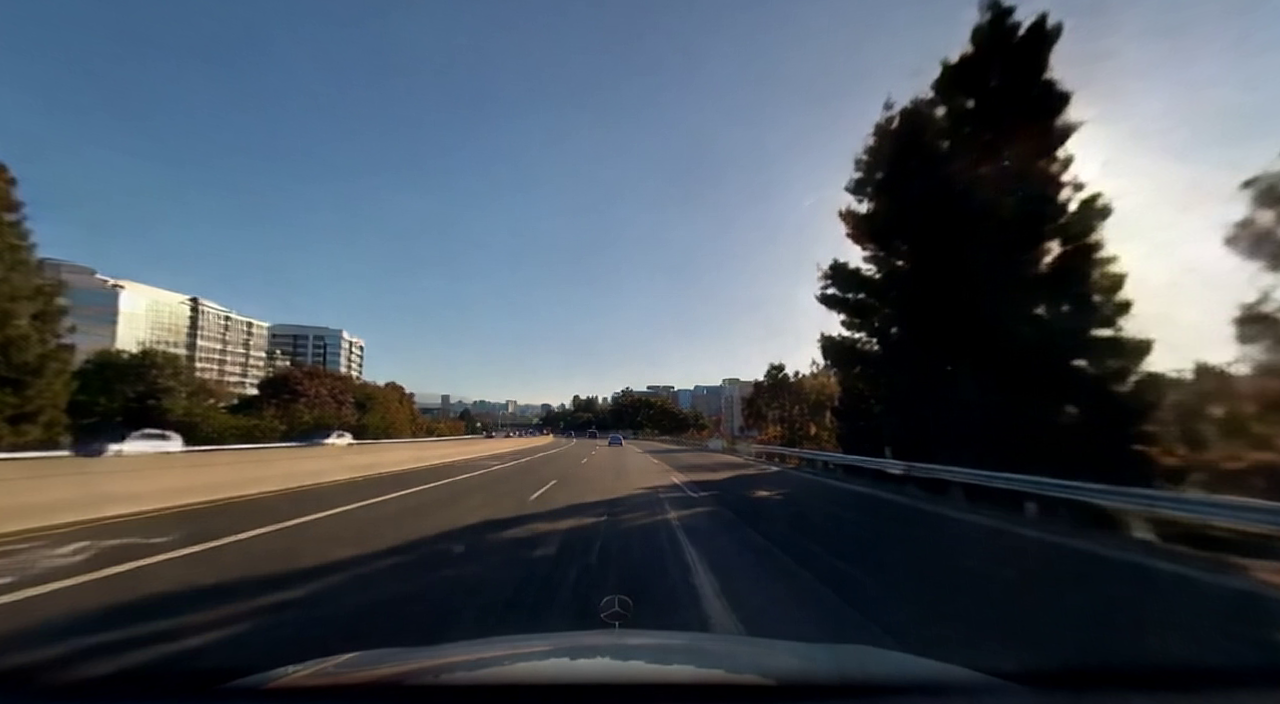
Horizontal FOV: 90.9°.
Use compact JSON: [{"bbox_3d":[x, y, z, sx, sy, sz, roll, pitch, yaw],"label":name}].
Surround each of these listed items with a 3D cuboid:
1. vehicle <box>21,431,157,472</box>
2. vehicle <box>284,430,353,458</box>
[{"bbox_3d":[-22.330,4.003,25.788,1.926,1.524,4.083,0,-8,-2],"label":"vehicle"},{"bbox_3d":[-19.499,5.552,38.410,1.858,1.586,4.625,0,-8,-2],"label":"vehicle"}]
